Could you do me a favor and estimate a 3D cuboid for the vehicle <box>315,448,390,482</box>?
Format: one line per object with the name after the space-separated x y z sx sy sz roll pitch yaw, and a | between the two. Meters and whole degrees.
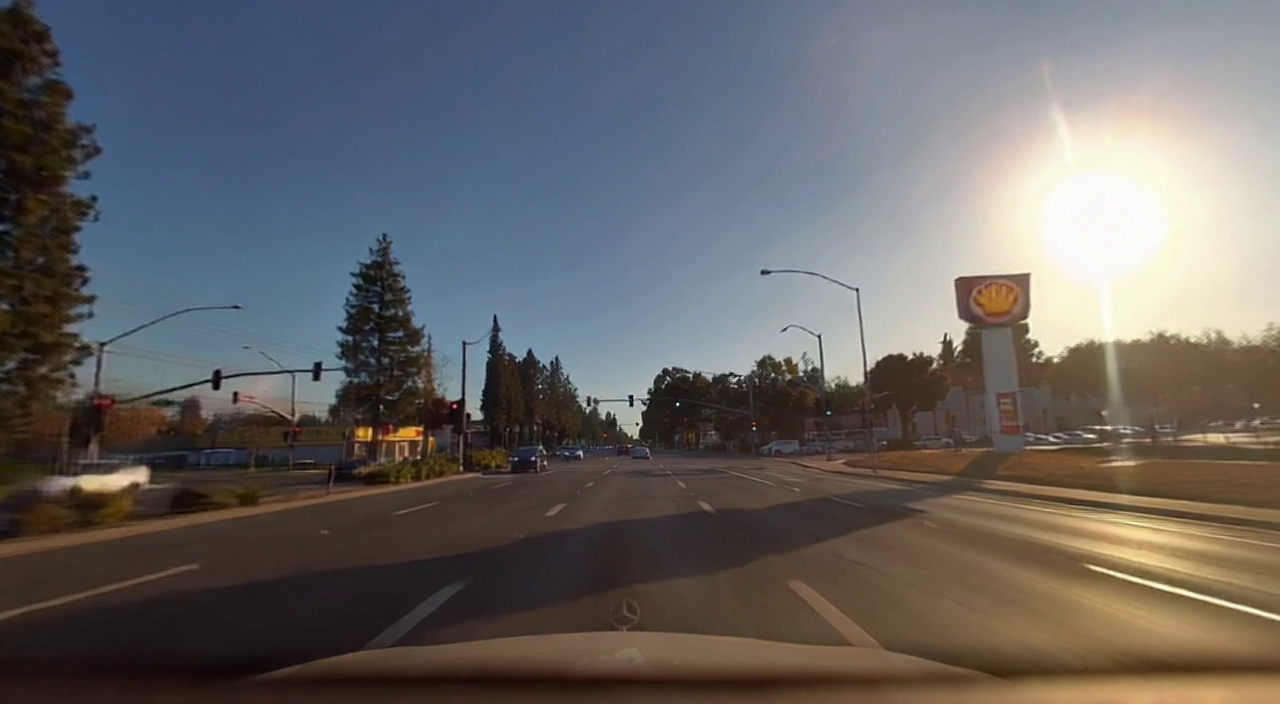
-14.936 5.857 33.095 1.907 1.652 4.393 0 -8 -1 | vehicle

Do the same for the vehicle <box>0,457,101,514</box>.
-18.609 3.836 18.204 1.948 1.507 4.742 0 -8 0 | vehicle

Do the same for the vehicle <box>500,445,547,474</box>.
-6.612 6.107 36.160 1.898 1.539 4.314 0 -8 -1 | vehicle

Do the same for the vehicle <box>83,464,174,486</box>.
-38.200 9.156 47.275 4.807 1.468 2.004 1 -8 -7 | vehicle
